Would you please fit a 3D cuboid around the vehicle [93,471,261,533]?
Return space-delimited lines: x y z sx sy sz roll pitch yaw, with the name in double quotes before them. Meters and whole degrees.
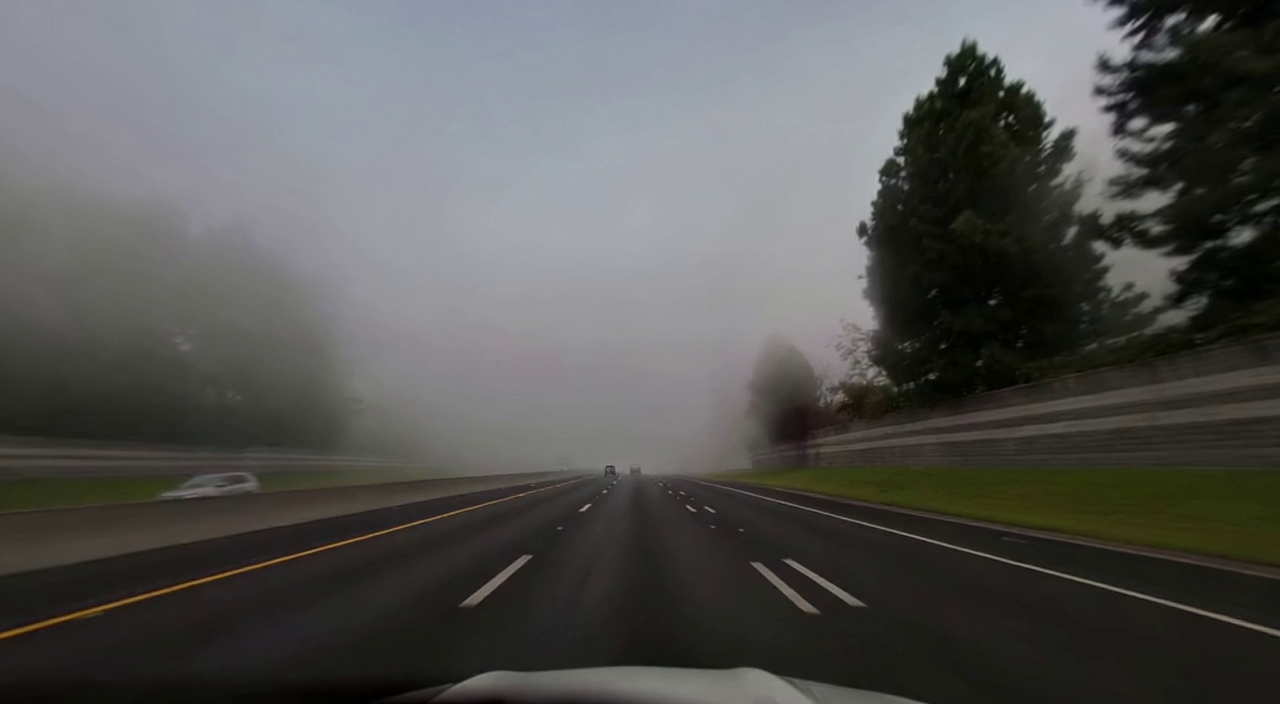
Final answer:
"vehicle" -12.692 4.102 17.614 1.761 1.454 3.797 1 -10 0
